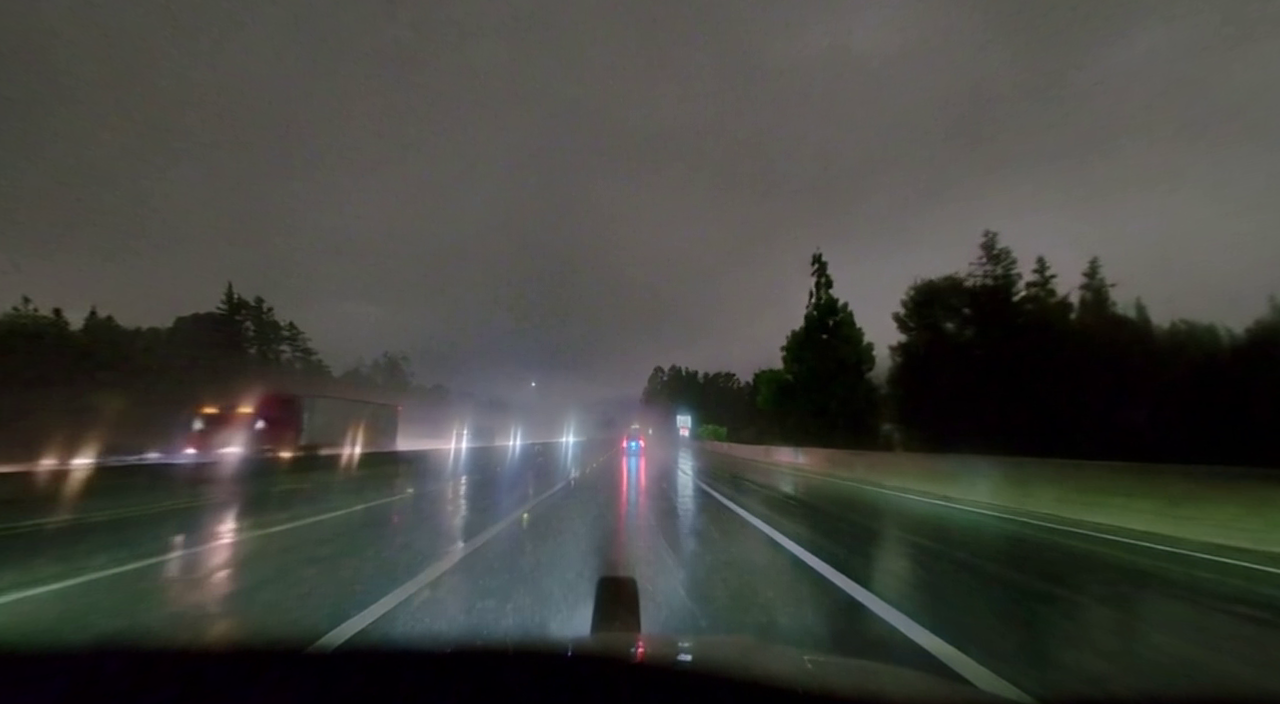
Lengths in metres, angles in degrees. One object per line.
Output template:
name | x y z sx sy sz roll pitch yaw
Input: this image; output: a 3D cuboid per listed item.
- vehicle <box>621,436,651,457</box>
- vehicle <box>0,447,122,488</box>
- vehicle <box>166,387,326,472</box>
vehicle | -0.319 6.868 45.743 2.028 1.440 3.690 0 -8 -2
vehicle | -22.725 4.485 24.710 1.735 1.426 3.633 0 -8 -1
vehicle | -18.972 3.898 31.173 2.910 3.648 7.942 0 -8 -2
